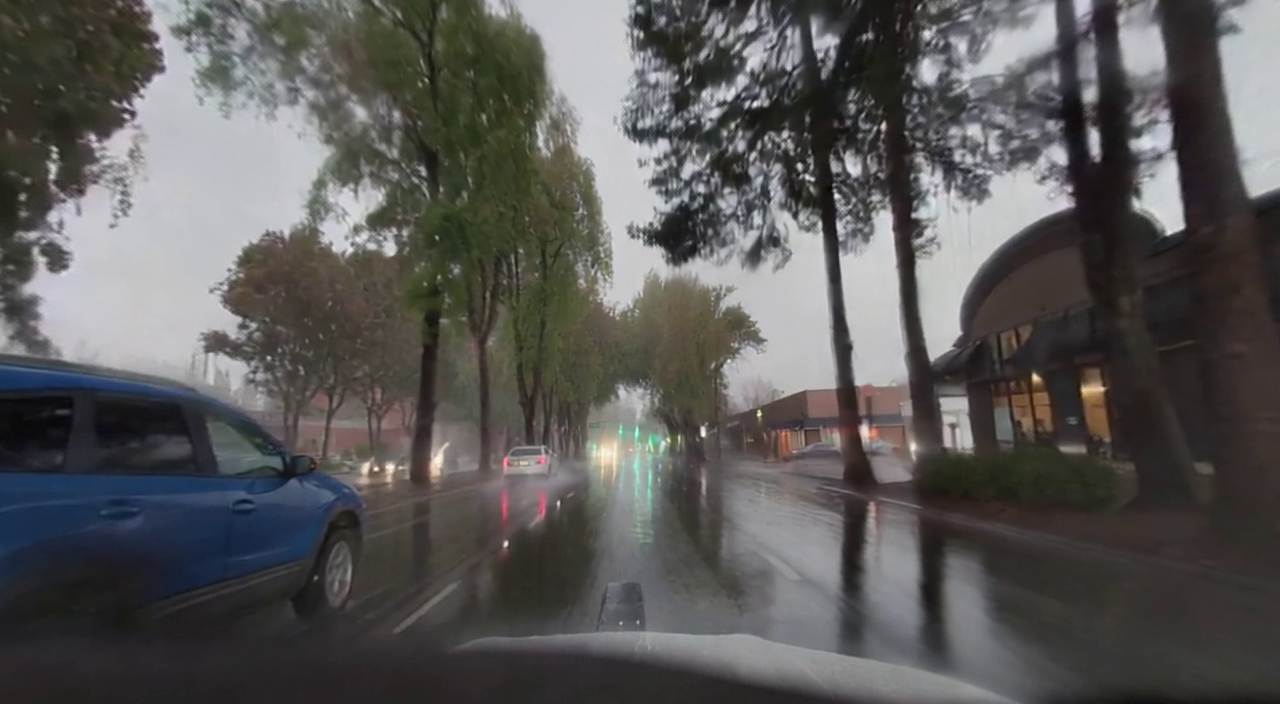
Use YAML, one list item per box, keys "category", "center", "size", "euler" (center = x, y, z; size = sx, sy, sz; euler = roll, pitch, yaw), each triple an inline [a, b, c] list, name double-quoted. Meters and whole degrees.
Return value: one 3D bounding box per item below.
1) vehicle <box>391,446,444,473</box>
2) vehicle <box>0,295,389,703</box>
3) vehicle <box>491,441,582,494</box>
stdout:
- category: "vehicle"
  center: [-16.198, 7.837, 46.225]
  size: [2.096, 1.803, 4.889]
  euler: [0, -9, 0]
- category: "vehicle"
  center: [-3.351, 0.926, 3.662]
  size: [2.042, 1.817, 4.364]
  euler: [0, -9, -1]
- category: "vehicle"
  center: [-3.117, 3.574, 19.988]
  size: [2.069, 1.470, 4.601]
  euler: [0, -9, 0]
